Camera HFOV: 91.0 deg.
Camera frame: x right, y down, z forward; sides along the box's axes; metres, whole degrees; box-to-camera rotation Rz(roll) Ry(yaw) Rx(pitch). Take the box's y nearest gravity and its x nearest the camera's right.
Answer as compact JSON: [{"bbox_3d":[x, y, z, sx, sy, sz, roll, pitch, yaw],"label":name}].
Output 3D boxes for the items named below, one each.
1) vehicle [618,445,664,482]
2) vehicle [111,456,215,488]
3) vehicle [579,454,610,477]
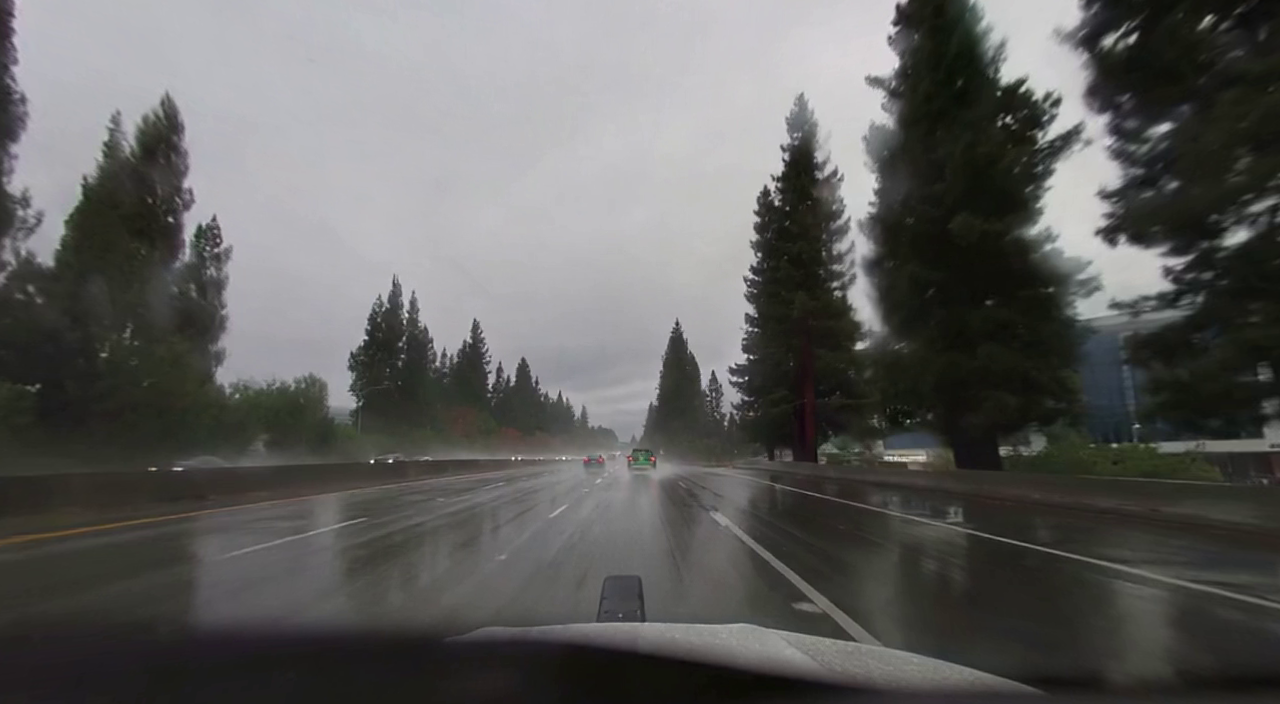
[{"bbox_3d":[0.030,5.982,34.073,2.302,1.810,4.707,0,-9,-1],"label":"vehicle"},{"bbox_3d":[-26.913,6.772,35.762,2.124,1.616,4.886,0,-9,0],"label":"vehicle"},{"bbox_3d":[-3.481,8.699,48.464,2.049,1.659,4.183,0,-9,1],"label":"vehicle"}]
